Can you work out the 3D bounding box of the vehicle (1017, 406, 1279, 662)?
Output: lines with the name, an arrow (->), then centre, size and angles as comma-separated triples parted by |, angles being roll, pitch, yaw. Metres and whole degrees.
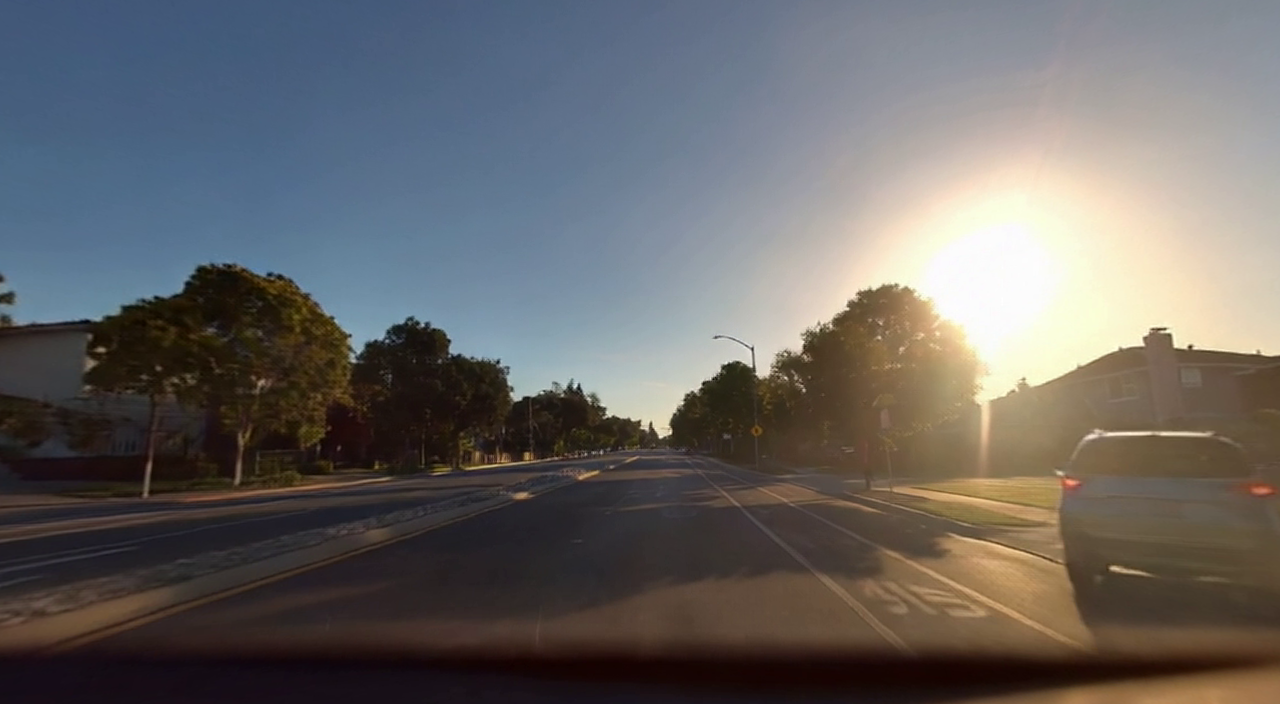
vehicle -> 5.404, 1.558, 6.460 | 2.018, 1.733, 4.546 | -6, -11, 37
